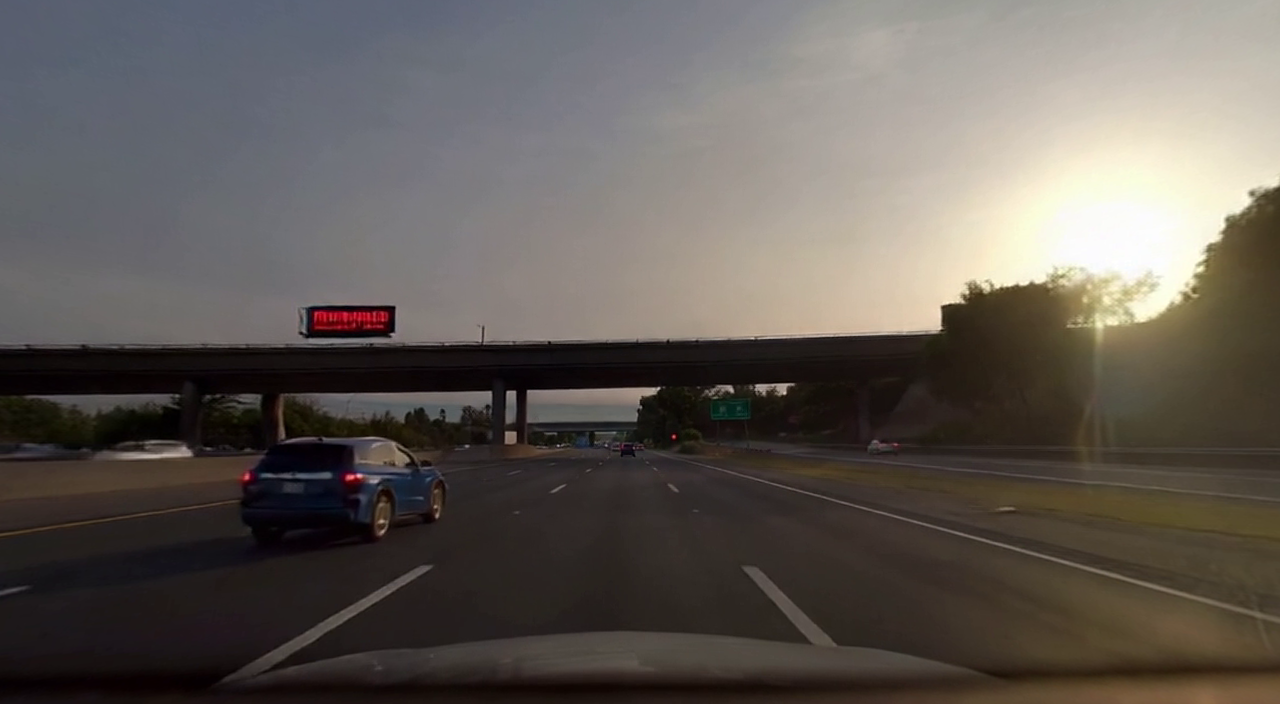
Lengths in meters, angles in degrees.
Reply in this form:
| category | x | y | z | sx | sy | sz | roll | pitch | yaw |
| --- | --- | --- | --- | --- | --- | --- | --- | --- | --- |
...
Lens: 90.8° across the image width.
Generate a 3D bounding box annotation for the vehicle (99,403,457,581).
| category | x | y | z | sx | sy | sz | roll | pitch | yaw |
| --- | --- | --- | --- | --- | --- | --- | --- | --- | --- |
| vehicle | -4.238 | 1.732 | 8.613 | 2.102 | 1.727 | 4.704 | 0 | -9 | -1 |
